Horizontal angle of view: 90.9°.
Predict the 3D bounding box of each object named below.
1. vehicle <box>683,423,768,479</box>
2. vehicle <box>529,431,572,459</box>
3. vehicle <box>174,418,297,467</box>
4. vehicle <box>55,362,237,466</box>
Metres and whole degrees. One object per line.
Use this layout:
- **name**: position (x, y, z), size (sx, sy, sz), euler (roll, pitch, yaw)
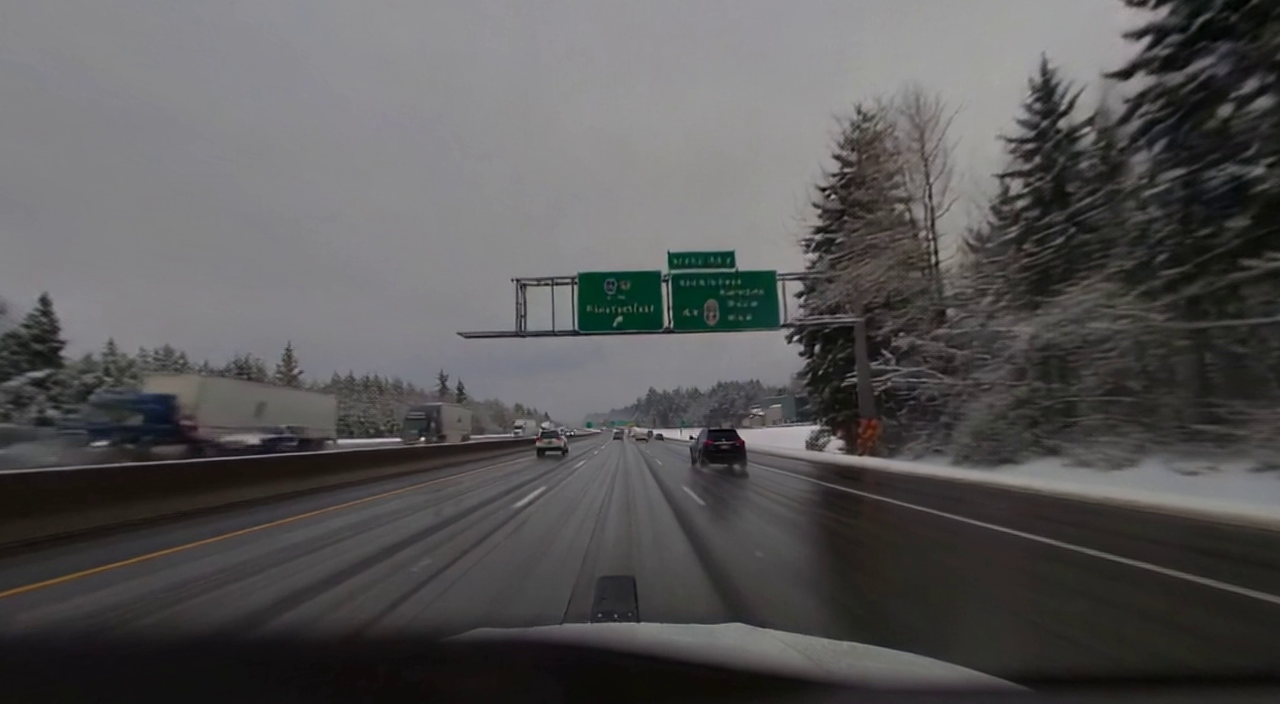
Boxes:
- **vehicle**: position (2.657, 3.200, 20.711), size (2.022, 1.637, 4.229), euler (1, -8, -3)
- **vehicle**: position (-5.191, 5.406, 36.895), size (1.996, 1.518, 4.229), euler (1, -8, -2)
- **vehicle**: position (-16.874, 3.806, 26.673), size (2.046, 1.862, 4.919), euler (1, -8, -2)
- **vehicle**: position (-20.869, 2.765, 27.199), size (2.924, 3.975, 5.916), euler (1, -8, -2)
